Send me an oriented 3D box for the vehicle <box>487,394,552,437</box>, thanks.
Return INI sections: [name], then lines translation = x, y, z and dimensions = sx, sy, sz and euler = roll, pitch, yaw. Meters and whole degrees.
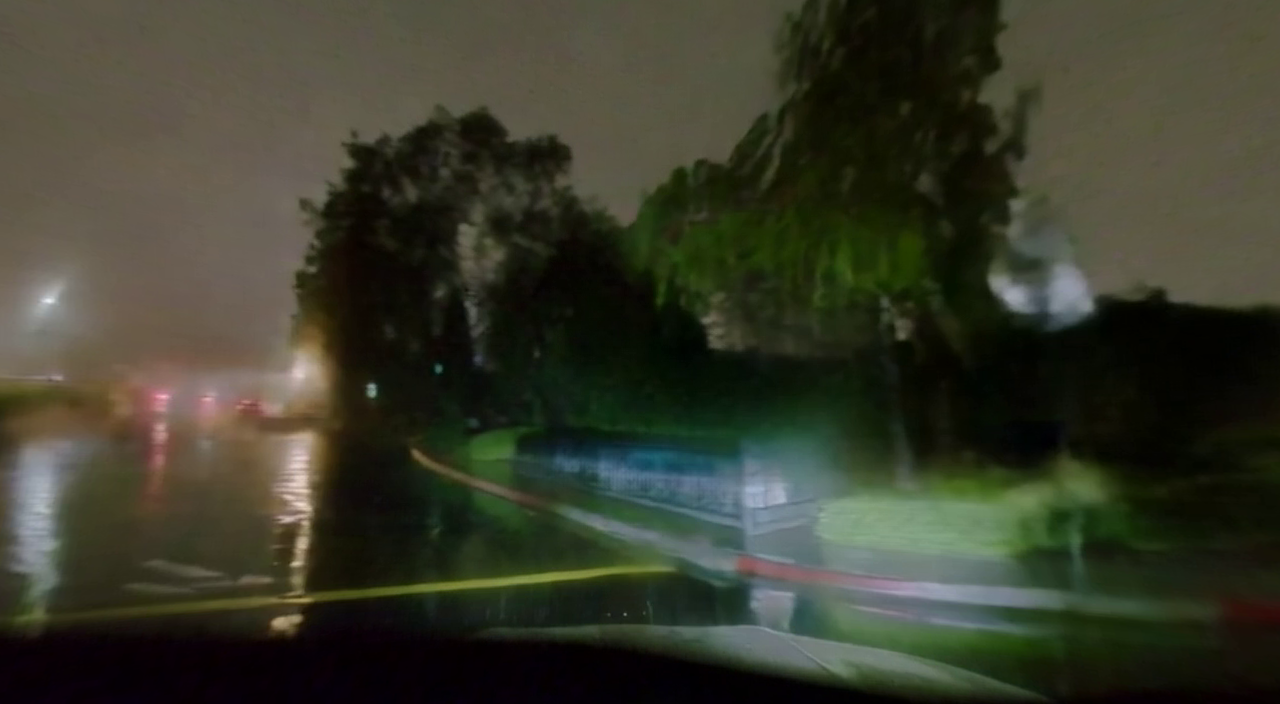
[vehicle]
translation = -4.830, 2.577, 24.833
dimensions = 1.860, 1.477, 4.629
euler = 3, -9, -18
